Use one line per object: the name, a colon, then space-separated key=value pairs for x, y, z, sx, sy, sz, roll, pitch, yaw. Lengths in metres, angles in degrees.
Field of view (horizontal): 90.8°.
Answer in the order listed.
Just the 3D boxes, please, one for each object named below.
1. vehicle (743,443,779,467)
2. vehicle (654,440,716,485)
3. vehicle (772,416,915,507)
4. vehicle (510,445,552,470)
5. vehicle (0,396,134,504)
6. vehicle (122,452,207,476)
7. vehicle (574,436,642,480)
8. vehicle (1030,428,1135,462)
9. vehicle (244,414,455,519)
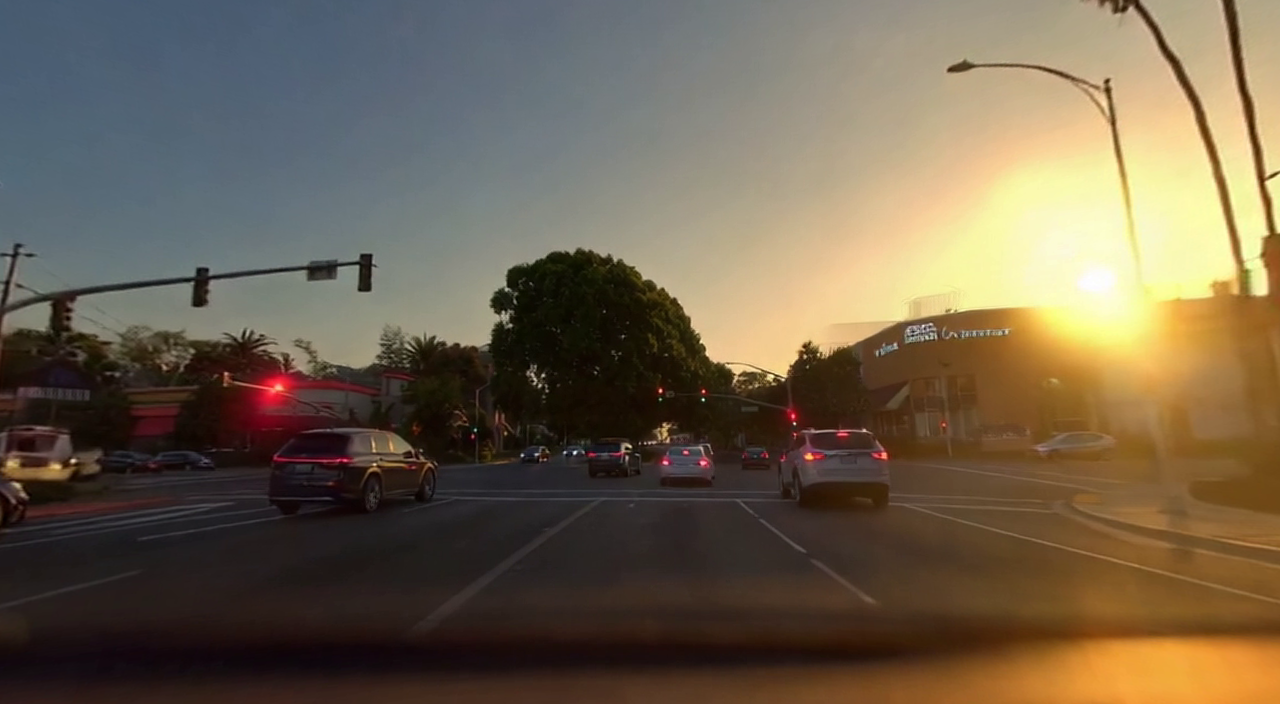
vehicle: x=8.099 y=6.909 z=42.650 sx=2.149 sy=1.532 sz=4.168 roll=-2 pitch=-9 yaw=8
vehicle: x=1.742 y=4.024 z=23.193 sx=2.057 sy=1.492 sz=3.825 roll=-1 pitch=-9 yaw=7
vehicle: x=4.902 y=2.744 z=16.171 sx=2.267 sy=1.931 sz=5.145 roll=-1 pitch=-9 yaw=4
vehicle: x=-7.660 y=7.312 z=44.027 sx=2.041 sy=1.660 sz=4.371 roll=3 pitch=-9 yaw=-21
vehicle: x=-23.378 y=3.954 z=25.750 sx=3.436 sy=3.529 sz=11.210 roll=3 pitch=-9 yaw=-35
vehicle: x=-34.161 y=8.017 z=45.450 sx=4.942 sy=1.602 sz=2.111 roll=-2 pitch=-8 yaw=13
vehicle: x=-1.276 y=4.606 z=27.742 sx=2.088 sy=1.746 sz=4.650 roll=-2 pitch=-9 yaw=8
vehicle: x=26.251 y=5.573 z=37.646 sx=4.557 sy=1.848 sz=2.008 roll=-3 pitch=-9 yaw=9
vehicle: x=-5.981 y=2.443 z=13.870 sx=2.127 sy=1.888 sz=4.637 roll=-1 pitch=-9 yaw=4
